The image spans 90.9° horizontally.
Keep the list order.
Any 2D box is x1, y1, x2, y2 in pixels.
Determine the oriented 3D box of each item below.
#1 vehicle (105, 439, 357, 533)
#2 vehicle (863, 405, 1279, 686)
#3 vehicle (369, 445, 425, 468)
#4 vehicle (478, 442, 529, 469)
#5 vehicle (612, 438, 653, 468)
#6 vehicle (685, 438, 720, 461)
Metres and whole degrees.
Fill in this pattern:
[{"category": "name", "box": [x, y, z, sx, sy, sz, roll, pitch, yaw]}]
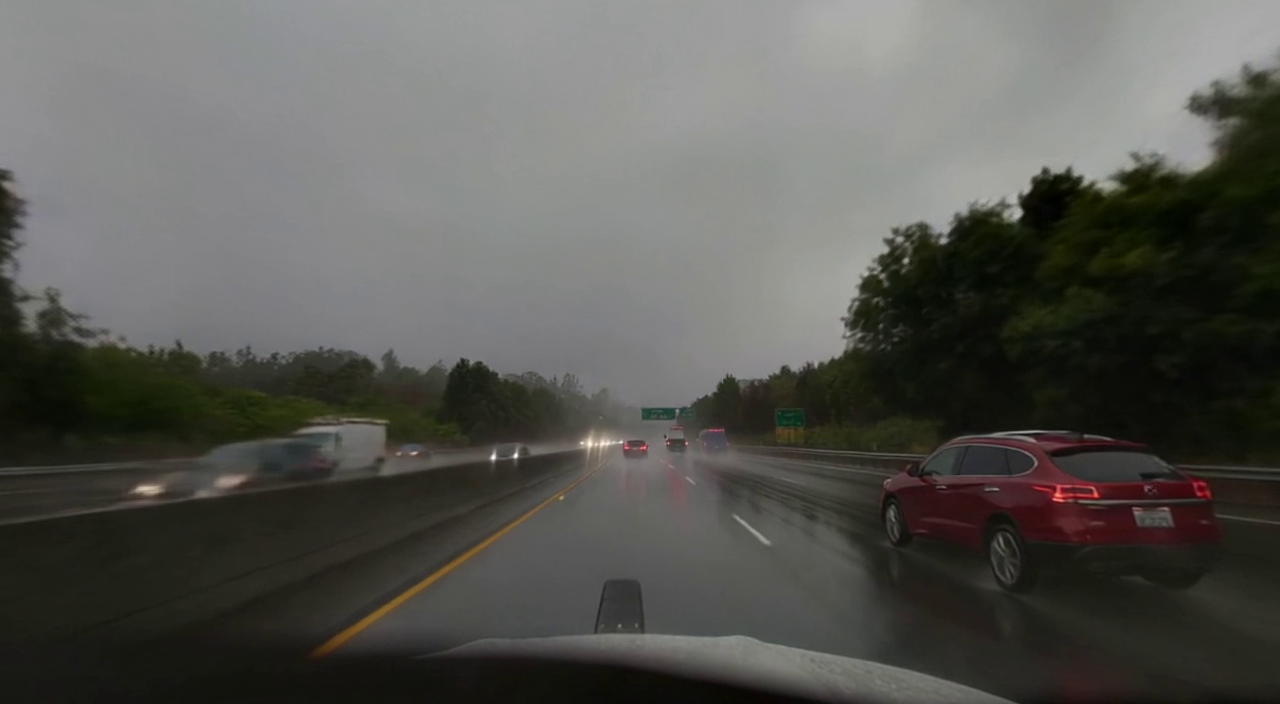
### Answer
[{"category": "vehicle", "box": [-7.763, 2.526, 12.700, 2.012, 1.521, 4.593, 0, -8, 0]}, {"category": "vehicle", "box": [3.940, 1.364, 5.825, 1.961, 1.495, 4.743, 0, -8, -1]}, {"category": "vehicle", "box": [-15.666, 6.730, 40.815, 1.916, 1.340, 4.281, 0, -8, 0]}, {"category": "vehicle", "box": [-7.877, 5.996, 36.825, 1.929, 1.456, 4.458, 0, -8, 1]}, {"category": "vehicle", "box": [-0.411, 5.319, 33.455, 2.055, 1.466, 4.317, 0, -8, -1]}, {"category": "vehicle", "box": [4.340, 6.822, 44.464, 1.995, 1.556, 3.893, 0, -8, -2]}]
